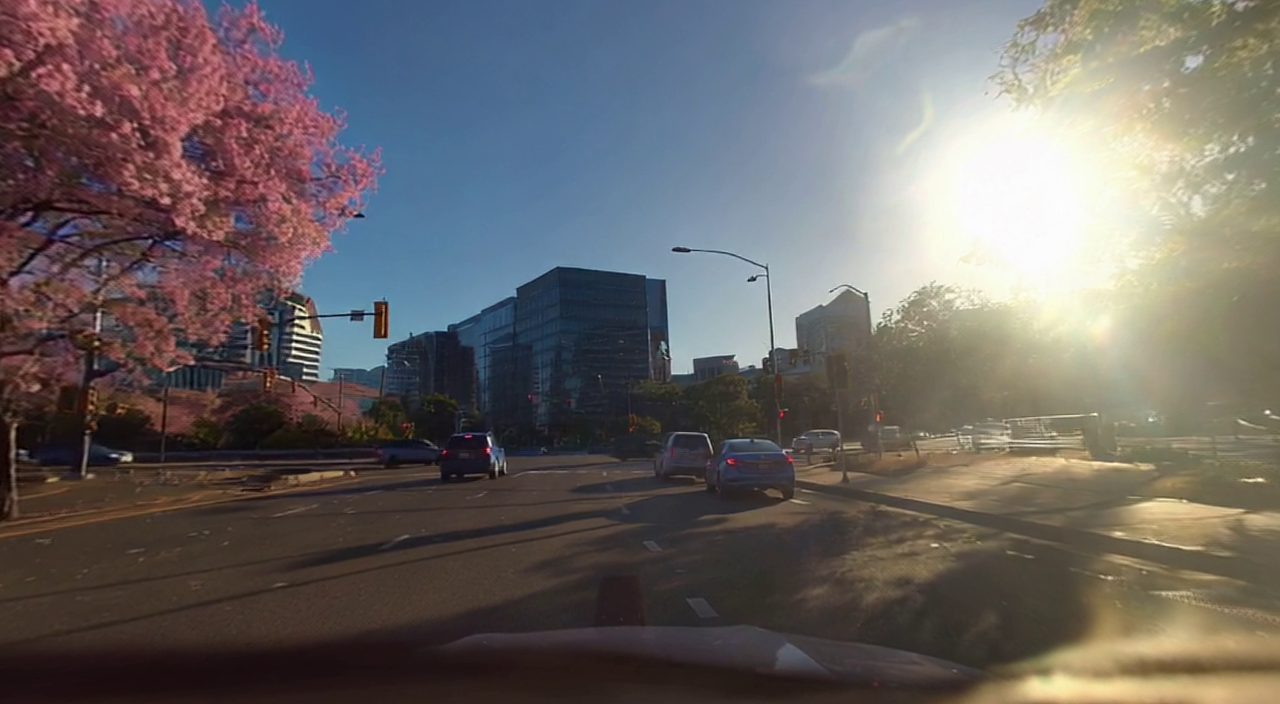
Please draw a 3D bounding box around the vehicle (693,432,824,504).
[{"bbox_3d":[2.733,2.797,15.703,2.019,1.518,4.285,1,-9,-6],"label":"vehicle"}]

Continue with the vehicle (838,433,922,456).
[{"bbox_3d":[16.031,6.170,42.273,4.829,1.470,1.874,1,-8,-6],"label":"vehicle"}]

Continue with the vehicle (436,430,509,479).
[{"bbox_3d":[-6.438,3.982,24.780,1.995,1.703,4.367,1,-8,-5],"label":"vehicle"}]

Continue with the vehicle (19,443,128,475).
[{"bbox_3d":[-32.785,6.178,36.651,4.263,1.769,1.870,1,-8,-6],"label":"vehicle"}]

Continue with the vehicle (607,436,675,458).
[{"bbox_3d":[0.011,6.615,43.899,4.549,1.439,1.794,1,-8,-6],"label":"vehicle"}]

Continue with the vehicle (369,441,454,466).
[{"bbox_3d":[-14.049,6.263,39.022,4.526,1.452,1.920,1,-8,-6],"label":"vehicle"}]

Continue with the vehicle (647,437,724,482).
[{"bbox_3d":[1.515,3.822,22.778,2.007,1.466,4.291,1,-9,-6],"label":"vehicle"}]
